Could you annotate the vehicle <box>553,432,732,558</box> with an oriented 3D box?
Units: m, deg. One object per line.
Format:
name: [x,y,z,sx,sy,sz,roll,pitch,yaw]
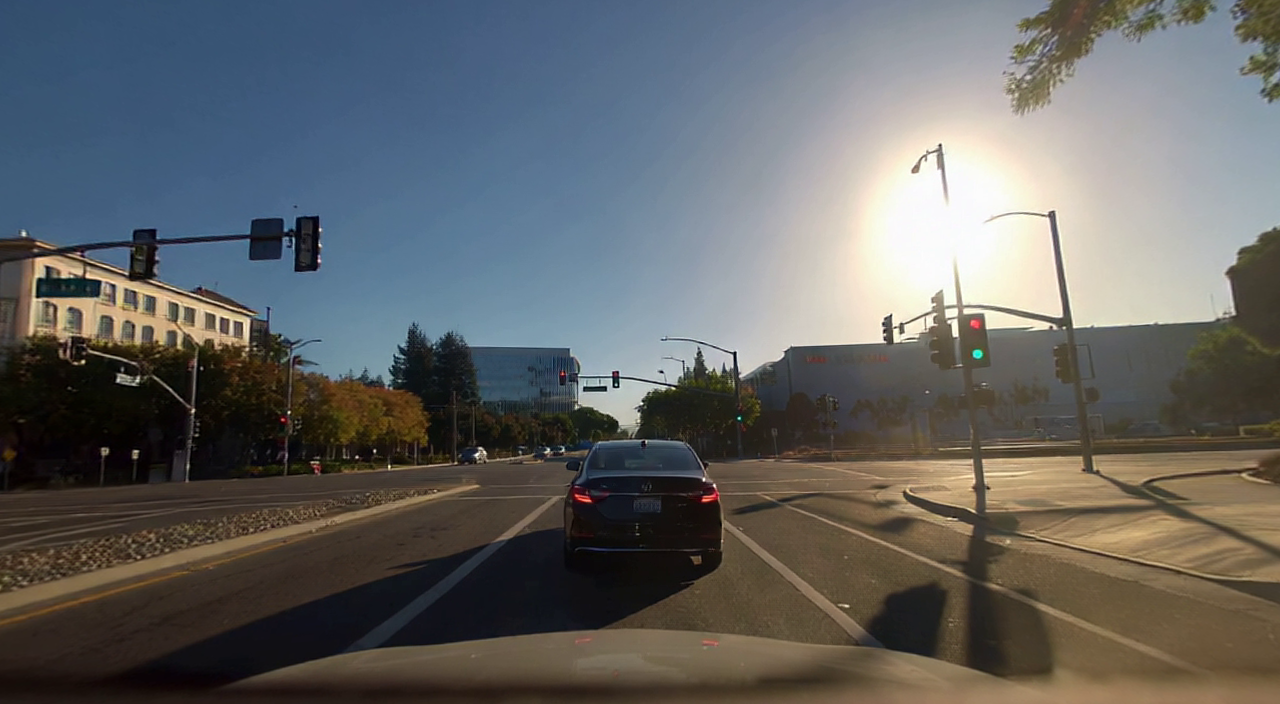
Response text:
vehicle: [0.001,1.993,9.508,2.107,1.470,3.974,0,-9,-1]
